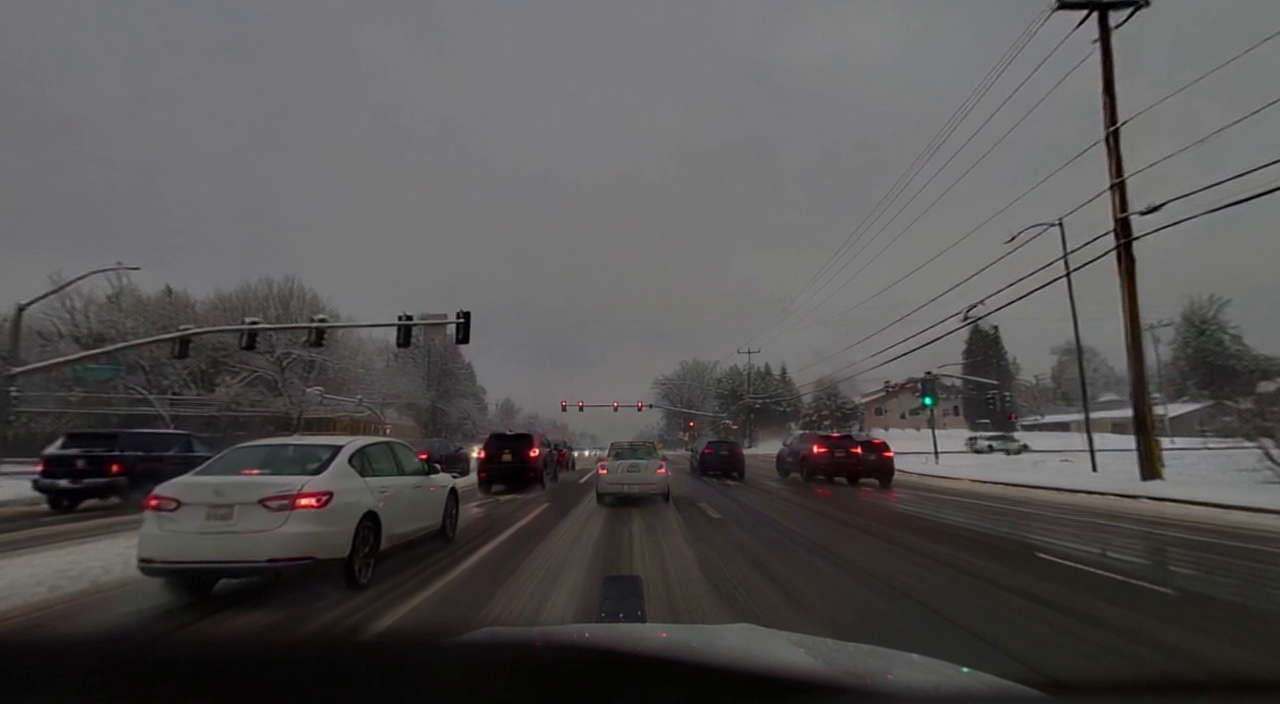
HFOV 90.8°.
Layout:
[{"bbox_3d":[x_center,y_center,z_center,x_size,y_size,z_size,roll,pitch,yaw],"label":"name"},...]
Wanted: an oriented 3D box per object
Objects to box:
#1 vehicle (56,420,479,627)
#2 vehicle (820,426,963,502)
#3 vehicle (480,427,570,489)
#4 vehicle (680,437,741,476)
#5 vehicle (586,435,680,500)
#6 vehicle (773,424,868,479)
[{"bbox_3d":[-3.218,1.546,6.723,1.837,1.463,4.311,0,-8,0],"label":"vehicle"},{"bbox_3d":[6.379,2.883,16.640,1.945,1.706,4.190,0,-8,-2],"label":"vehicle"},{"bbox_3d":[-3.443,3.291,19.832,2.033,1.714,4.278,0,-8,0],"label":"vehicle"},{"bbox_3d":[2.939,4.471,27.351,1.987,1.515,4.521,0,-8,-2],"label":"vehicle"},{"bbox_3d":[-0.180,2.892,16.171,2.098,1.431,3.958,0,-8,0],"label":"vehicle"},{"bbox_3d":[7.123,4.005,25.605,2.156,1.982,5.358,0,-8,-1],"label":"vehicle"}]
